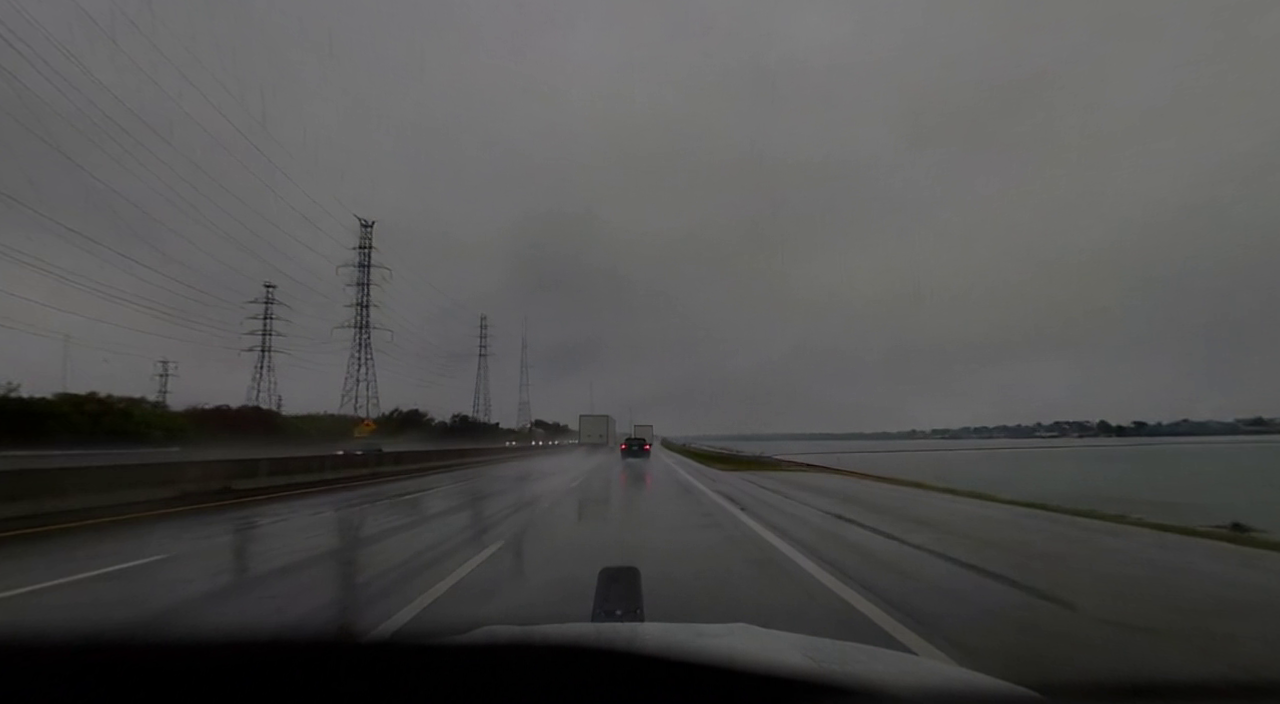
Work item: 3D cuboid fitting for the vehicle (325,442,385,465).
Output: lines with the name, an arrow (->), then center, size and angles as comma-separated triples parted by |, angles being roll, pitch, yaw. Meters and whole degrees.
vehicle -> -19.488, 6.971, 43.402 | 1.991, 1.480, 4.777 | 0, -8, -1

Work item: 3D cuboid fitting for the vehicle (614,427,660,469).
vehicle -> -0.157, 5.305, 34.861 | 2.358, 2.144, 4.713 | 0, -8, 0
